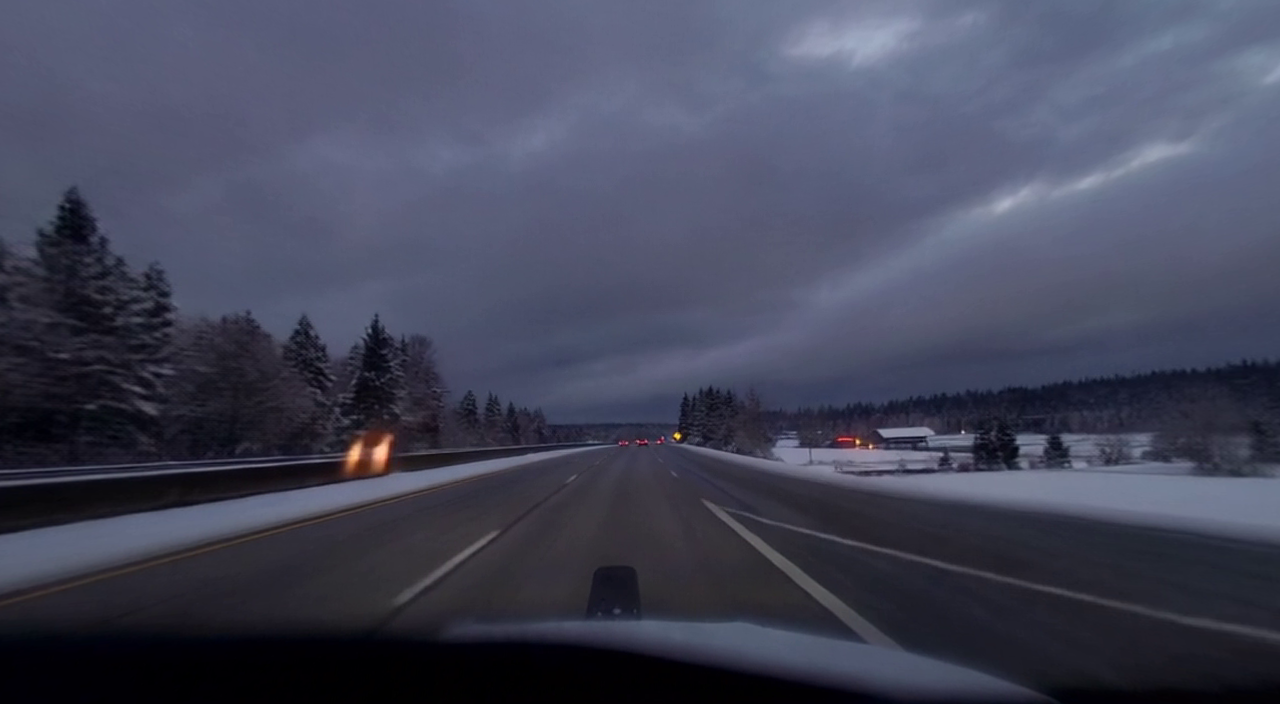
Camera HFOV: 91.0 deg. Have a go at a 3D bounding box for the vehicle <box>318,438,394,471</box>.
[{"bbox_3d":[-14.757,5.342,32.932,1.974,1.586,4.208,0,-8,0],"label":"vehicle"}]
